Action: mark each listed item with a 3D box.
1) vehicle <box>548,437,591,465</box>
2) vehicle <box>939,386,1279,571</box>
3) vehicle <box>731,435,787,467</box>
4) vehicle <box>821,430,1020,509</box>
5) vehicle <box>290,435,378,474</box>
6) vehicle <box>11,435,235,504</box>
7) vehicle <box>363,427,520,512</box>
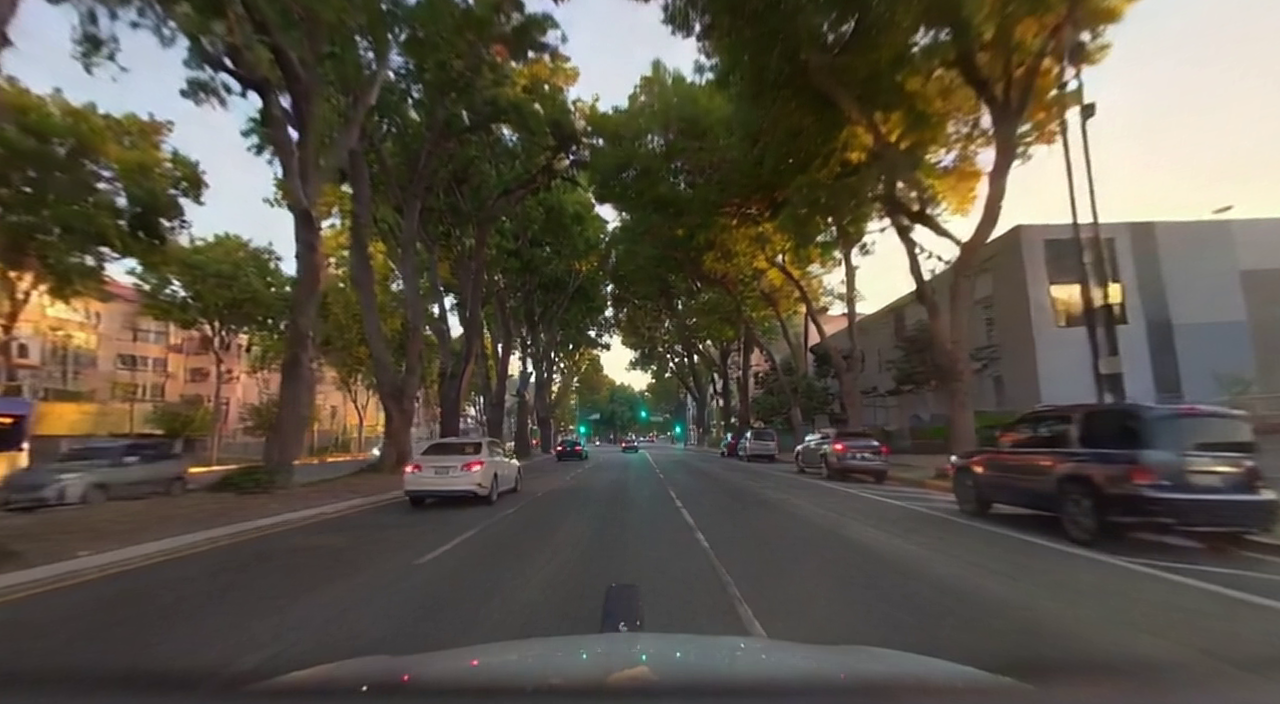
[{"bbox_3d":[-3.968,5.677,36.439,1.934,1.522,4.287,0,-8,1],"label":"vehicle"},{"bbox_3d":[6.116,1.562,8.507,1.945,1.829,4.305,0,-8,-1],"label":"vehicle"},{"bbox_3d":[6.021,5.077,32.594,1.886,1.530,4.636,0,-8,-1],"label":"vehicle"},{"bbox_3d":[5.980,2.560,14.369,2.156,1.454,5.044,0,-8,-1],"label":"vehicle"},{"bbox_3d":[-15.481,5.170,32.266,2.056,1.817,4.771,0,-8,1],"label":"vehicle"},{"bbox_3d":[-12.638,2.861,15.945,1.808,1.479,4.499,0,-8,0],"label":"vehicle"},{"bbox_3d":[-4.032,2.455,13.753,1.995,1.524,4.438,0,-8,0],"label":"vehicle"}]
